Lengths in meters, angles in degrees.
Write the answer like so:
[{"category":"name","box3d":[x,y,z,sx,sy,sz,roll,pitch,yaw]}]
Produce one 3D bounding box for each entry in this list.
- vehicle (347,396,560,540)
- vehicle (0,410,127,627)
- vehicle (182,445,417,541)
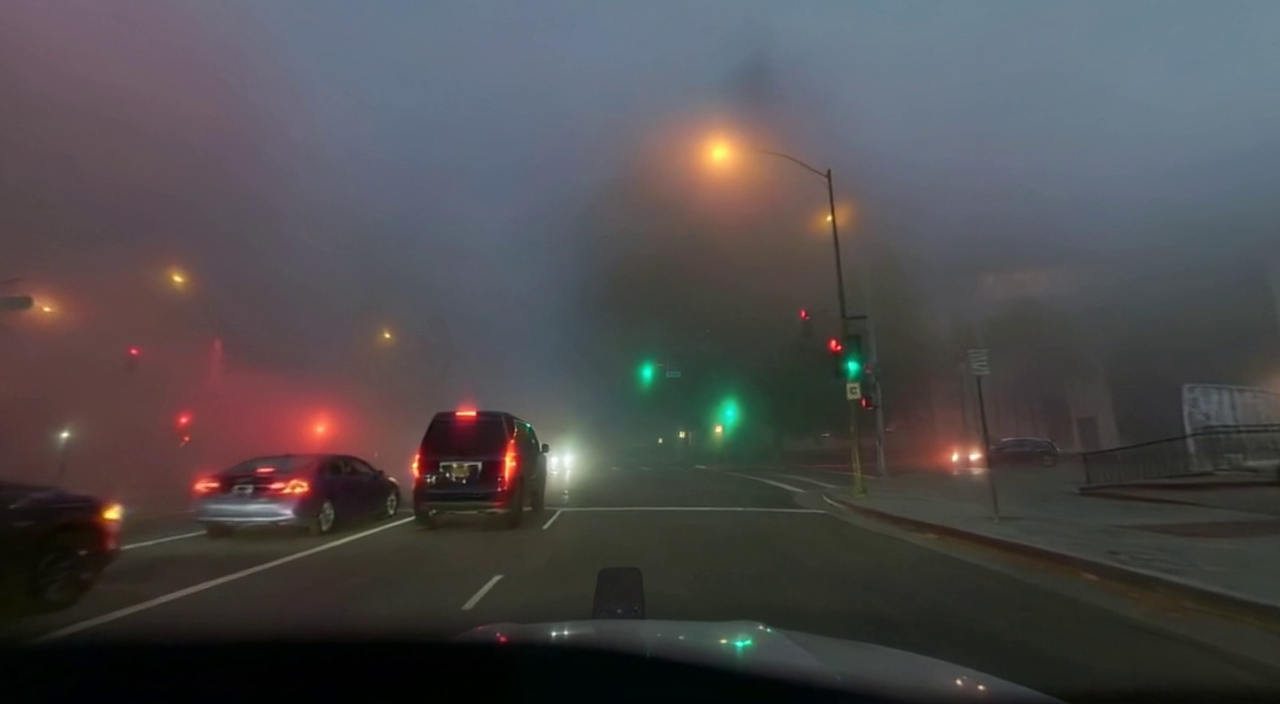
[{"category":"vehicle","box3d":[-3.138,2.144,12.293,2.496,2.155,5.468,0,-8,0]},{"category":"vehicle","box3d":[-6.028,1.110,3.682,2.228,1.652,4.593,0,-8,-1]},{"category":"vehicle","box3d":[-6.029,2.494,11.980,1.982,1.452,4.463,0,-8,0]}]
